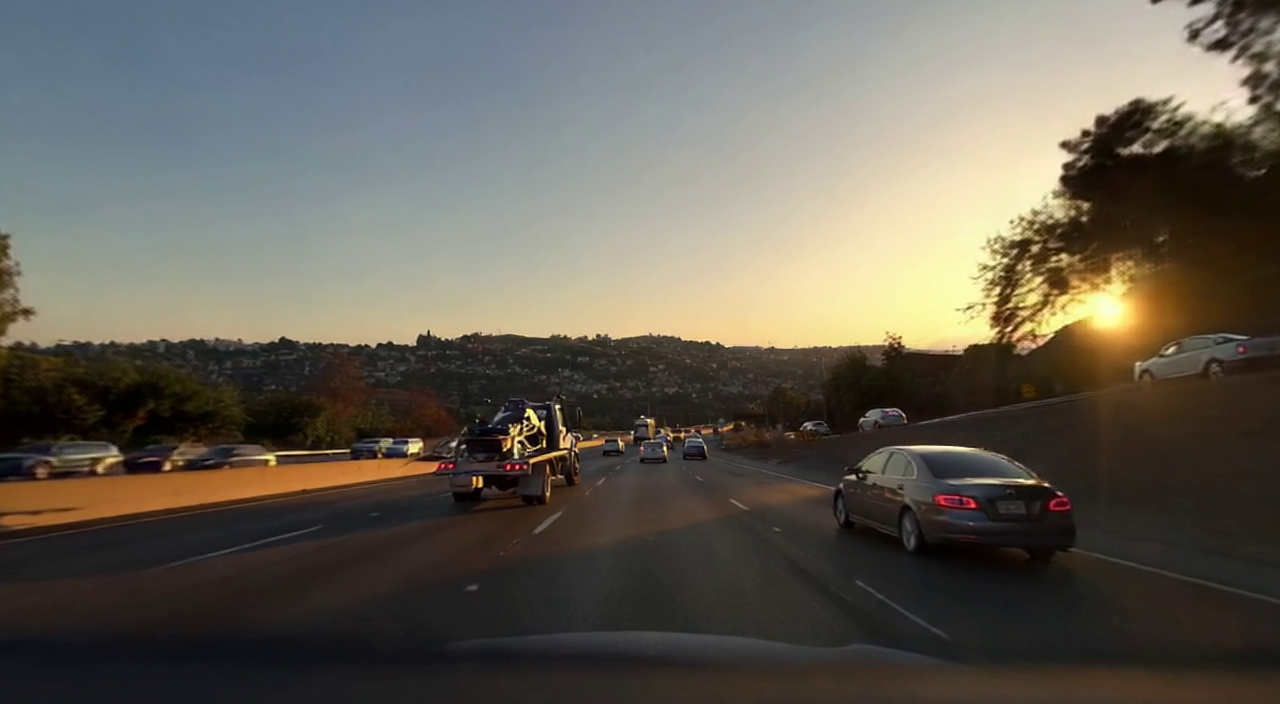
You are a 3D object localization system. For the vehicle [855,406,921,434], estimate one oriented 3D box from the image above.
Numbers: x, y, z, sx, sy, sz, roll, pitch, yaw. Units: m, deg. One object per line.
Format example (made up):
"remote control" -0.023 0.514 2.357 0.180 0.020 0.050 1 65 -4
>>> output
"vehicle" 14.441 4.014 36.982 1.930 1.454 4.126 0 -8 -4

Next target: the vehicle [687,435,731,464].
"vehicle" 4.149 5.938 38.609 2.075 1.614 4.682 0 -8 -1

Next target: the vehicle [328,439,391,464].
"vehicle" -18.959 6.729 42.810 2.043 1.619 4.442 -1 -8 3

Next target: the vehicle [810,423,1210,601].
"vehicle" 3.717 1.660 7.513 2.040 1.481 4.260 0 -8 -2

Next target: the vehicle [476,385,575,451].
"vehicle" -3.156 2.021 18.403 1.893 1.674 4.766 0 -8 1

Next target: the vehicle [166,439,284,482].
"vehicle" -16.524 4.314 25.403 1.865 1.580 4.072 0 -8 2

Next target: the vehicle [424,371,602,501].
"vehicle" -3.178 2.645 19.497 3.162 2.955 10.282 0 -8 1

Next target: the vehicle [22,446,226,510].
"vehicle" -12.845 3.103 16.076 1.877 1.403 3.836 0 -8 1

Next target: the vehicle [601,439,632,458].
"vehicle" -1.795 7.442 48.727 2.016 1.450 4.310 -1 -8 3

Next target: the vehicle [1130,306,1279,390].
"vehicle" 16.014 0.019 16.943 1.979 1.616 4.268 0 -9 -5

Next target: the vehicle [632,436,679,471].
"vehicle" 0.700 4.756 29.790 2.079 1.499 3.915 0 -8 1
